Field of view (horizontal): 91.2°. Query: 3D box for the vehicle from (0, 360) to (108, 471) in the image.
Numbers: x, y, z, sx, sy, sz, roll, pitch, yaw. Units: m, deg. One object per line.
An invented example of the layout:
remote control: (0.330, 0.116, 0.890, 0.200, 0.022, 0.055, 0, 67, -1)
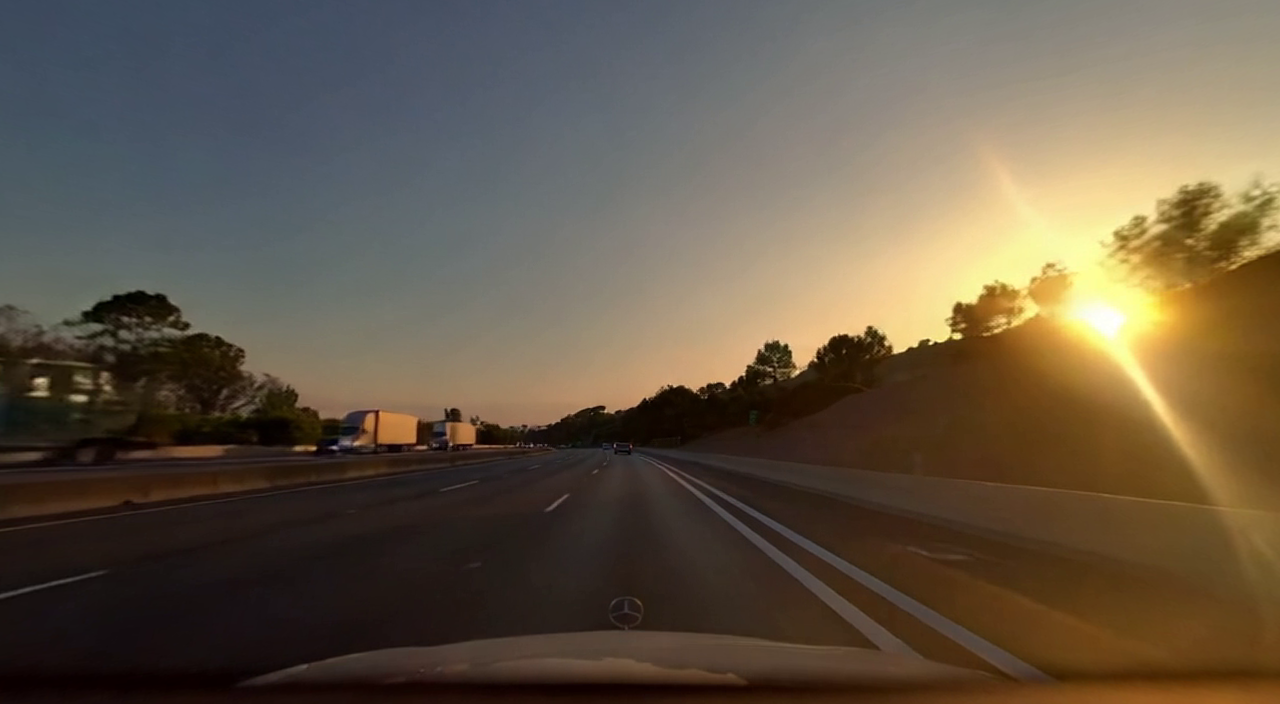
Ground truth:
vehicle: (-25.188, 1.974, 20.850, 2.903, 4.069, 13.982, 0, -9, -1)

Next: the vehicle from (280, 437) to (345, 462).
vehicle: (-21.321, 6.355, 41.083, 1.829, 1.517, 4.576, 0, -9, -1)
